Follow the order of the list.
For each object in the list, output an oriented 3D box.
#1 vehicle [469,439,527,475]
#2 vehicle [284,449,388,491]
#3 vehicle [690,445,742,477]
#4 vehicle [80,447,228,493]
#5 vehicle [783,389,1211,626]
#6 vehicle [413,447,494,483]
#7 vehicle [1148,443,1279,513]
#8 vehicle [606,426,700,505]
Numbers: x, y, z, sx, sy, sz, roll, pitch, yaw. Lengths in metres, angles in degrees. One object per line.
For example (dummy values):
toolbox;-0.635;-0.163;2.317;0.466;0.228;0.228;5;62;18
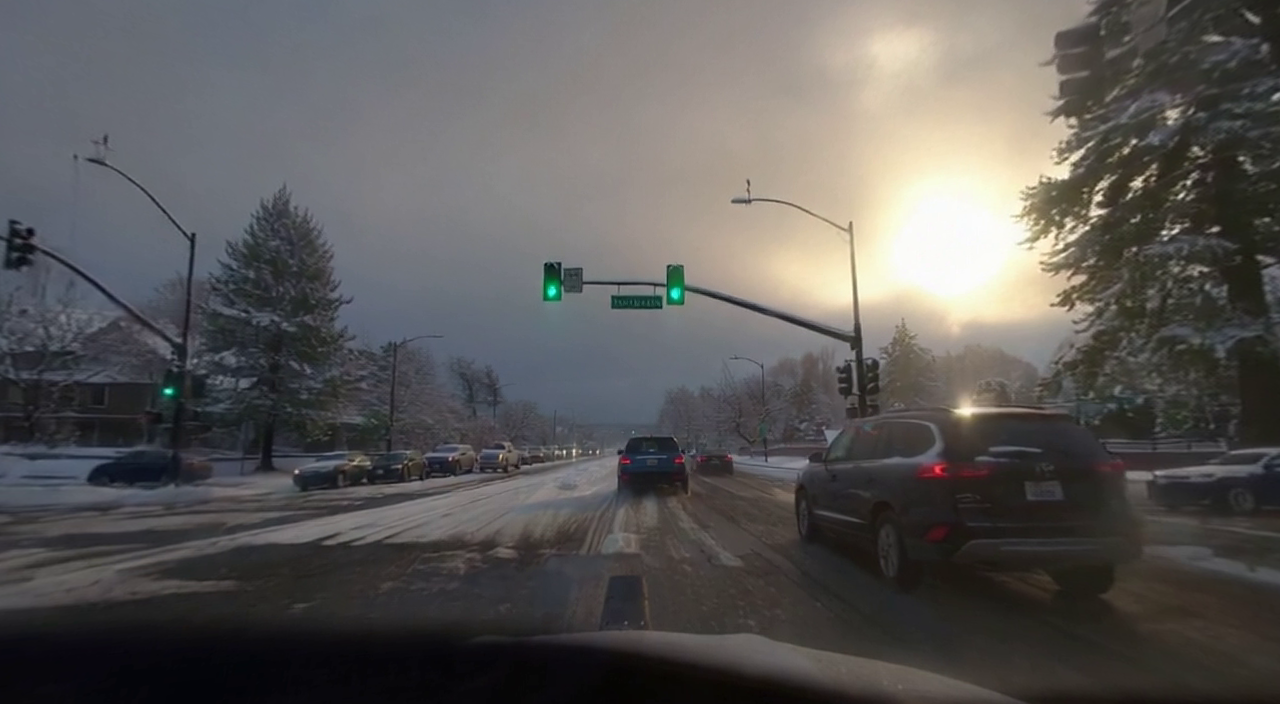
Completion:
vehicle;-8.218;6.086;36.903;2.182;1.939;4.889;0;-8;1
vehicle;-12.102;4.707;25.478;1.959;1.450;4.487;0;-8;1
vehicle;3.849;5.584;32.767;2.096;1.489;4.757;0;-8;0
vehicle;-20.691;4.972;26.994;1.986;1.742;4.580;-7;-11;40
vehicle;3.251;1.496;7.095;2.166;1.799;4.372;0;-8;-1
vehicle;-8.123;4.935;27.925;2.083;1.420;4.702;0;-8;1
vehicle;14.848;2.797;14.324;4.856;1.454;1.923;0;-8;1
vehicle;0.301;2.959;16.955;2.185;1.822;4.391;0;-8;0
